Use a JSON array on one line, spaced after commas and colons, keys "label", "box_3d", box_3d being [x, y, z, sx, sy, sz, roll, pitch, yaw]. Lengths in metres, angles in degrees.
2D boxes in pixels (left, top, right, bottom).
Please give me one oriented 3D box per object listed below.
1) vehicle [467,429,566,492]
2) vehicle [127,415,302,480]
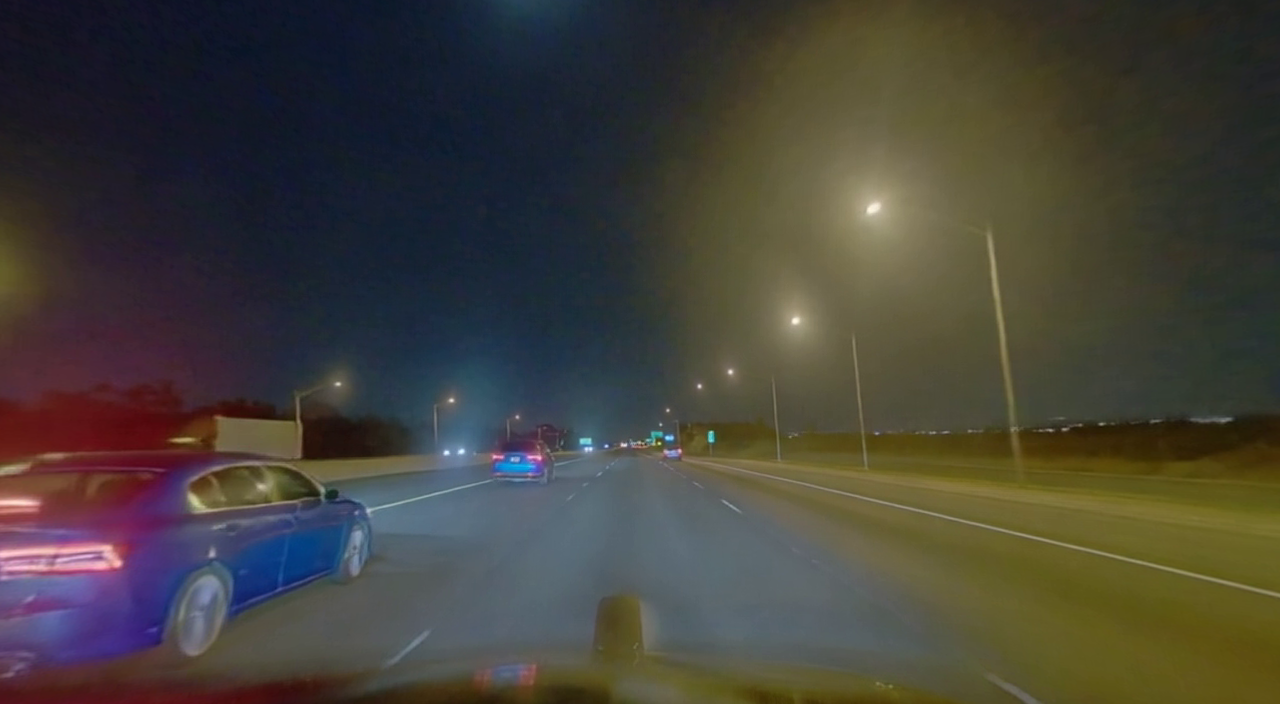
[{"label": "vehicle", "box_3d": [-3.875, 3.519, 20.854, 2.205, 1.773, 5.124, 0, -9, 0]}, {"label": "vehicle", "box_3d": [-23.303, 5.360, 35.616, 3.133, 3.158, 9.667, 0, -9, 0]}]
